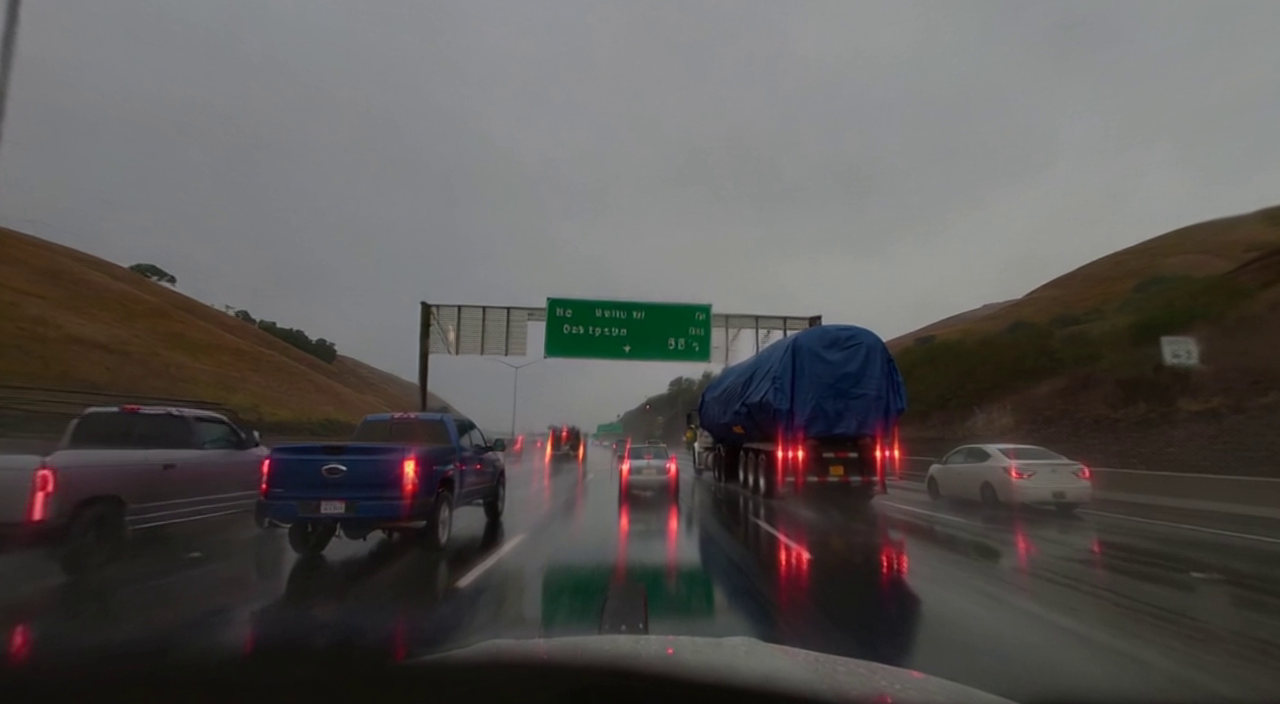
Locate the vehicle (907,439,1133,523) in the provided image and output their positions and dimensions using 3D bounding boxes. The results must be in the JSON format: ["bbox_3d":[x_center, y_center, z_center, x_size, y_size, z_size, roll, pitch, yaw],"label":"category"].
[{"bbox_3d":[7.741,2.623,13.481,2.092,1.495,4.194,0,-8,-2],"label":"vehicle"}]

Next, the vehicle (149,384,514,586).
[{"bbox_3d":[-3.442,1.634,8.695,2.318,1.902,5.374,0,-8,0],"label":"vehicle"}]

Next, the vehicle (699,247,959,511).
[{"bbox_3d":[3.382,1.145,15.172,2.759,4.098,10.906,0,-8,0],"label":"vehicle"}]

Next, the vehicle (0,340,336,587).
[{"bbox_3d":[-7.560,1.436,8.626,3.150,2.303,7.133,0,-8,1],"label":"vehicle"}]

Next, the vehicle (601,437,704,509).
[{"bbox_3d":[0.199,2.771,14.970,2.105,1.471,3.978,0,-8,-2],"label":"vehicle"}]

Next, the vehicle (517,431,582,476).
[{"bbox_3d":[-3.952,4.532,28.469,2.348,1.821,5.061,0,-8,-2],"label":"vehicle"}]
